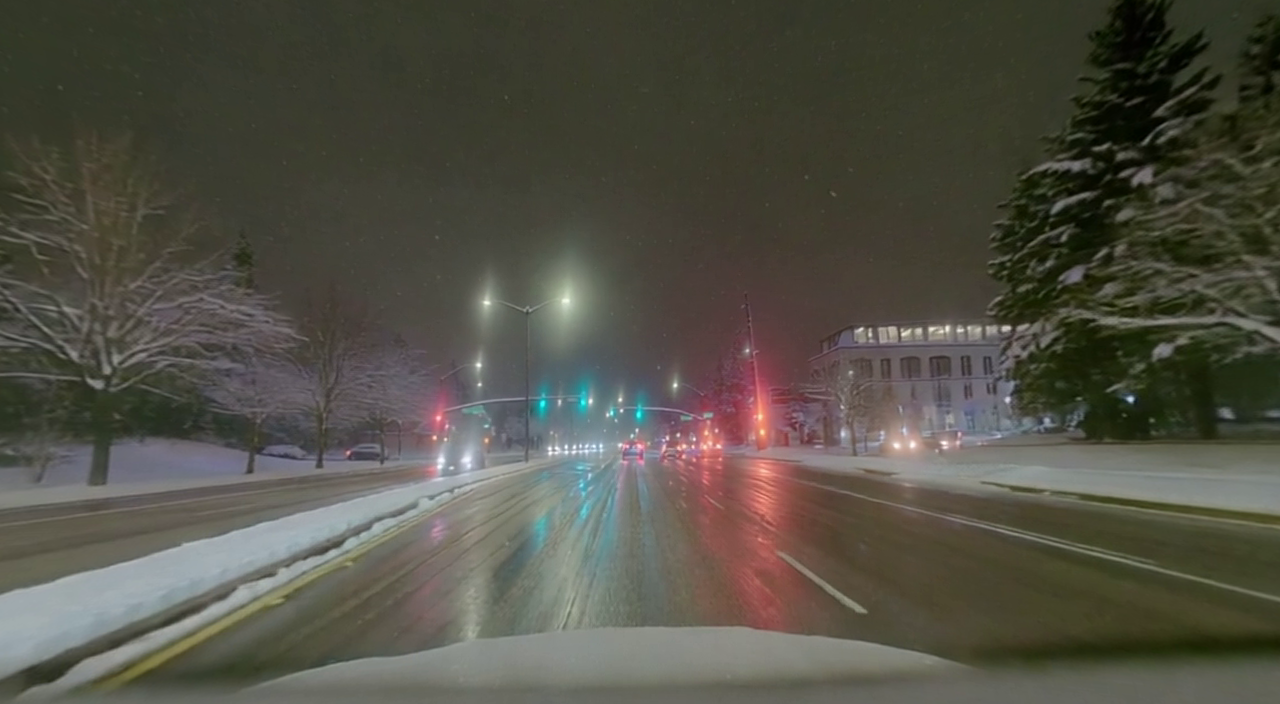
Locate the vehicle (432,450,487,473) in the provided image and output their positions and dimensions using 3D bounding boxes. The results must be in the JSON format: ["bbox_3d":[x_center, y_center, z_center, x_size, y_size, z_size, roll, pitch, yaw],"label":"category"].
[{"bbox_3d":[-12.021,7.313,42.459,2.247,1.475,4.593,-1,-9,1],"label":"vehicle"}]
